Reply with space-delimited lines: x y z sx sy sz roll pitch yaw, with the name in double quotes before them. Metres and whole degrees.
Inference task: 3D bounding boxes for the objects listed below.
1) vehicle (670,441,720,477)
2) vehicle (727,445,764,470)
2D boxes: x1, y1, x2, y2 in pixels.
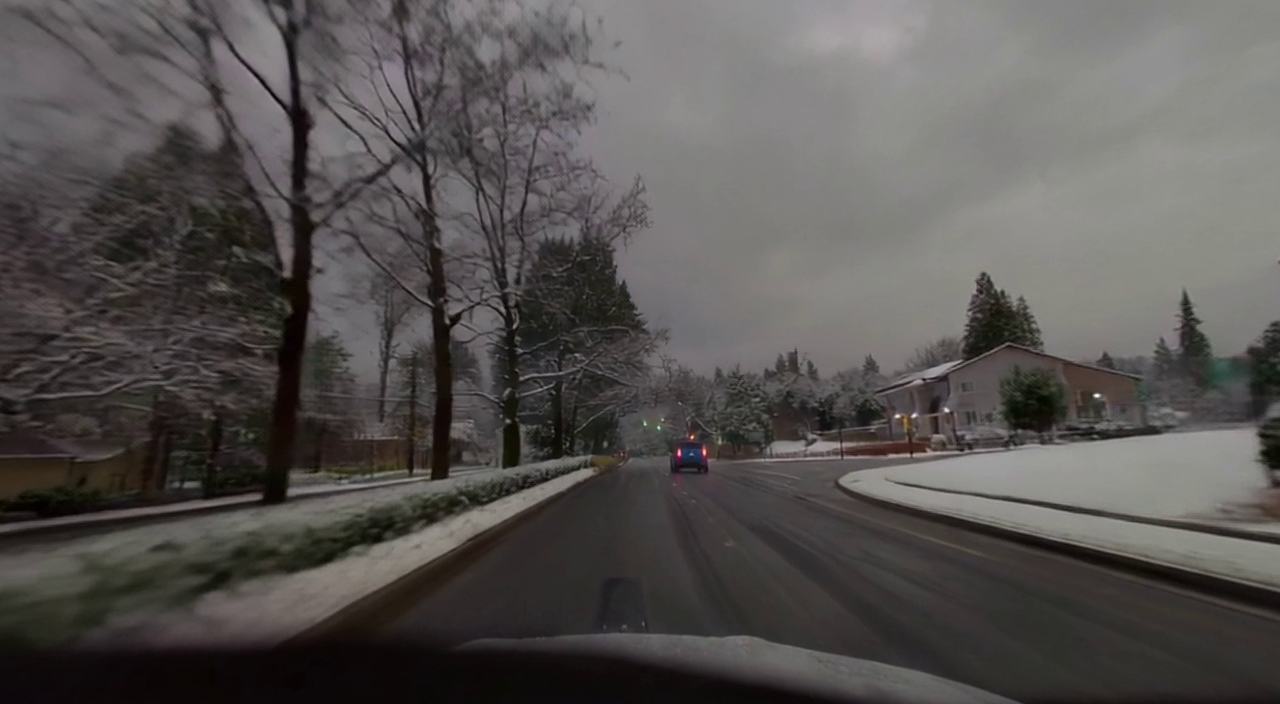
"vehicle" 2.795 5.627 33.376 2.180 1.773 4.639 0 -9 -1
"vehicle" 8.246 8.150 48.815 2.269 1.826 5.192 -2 -9 15
